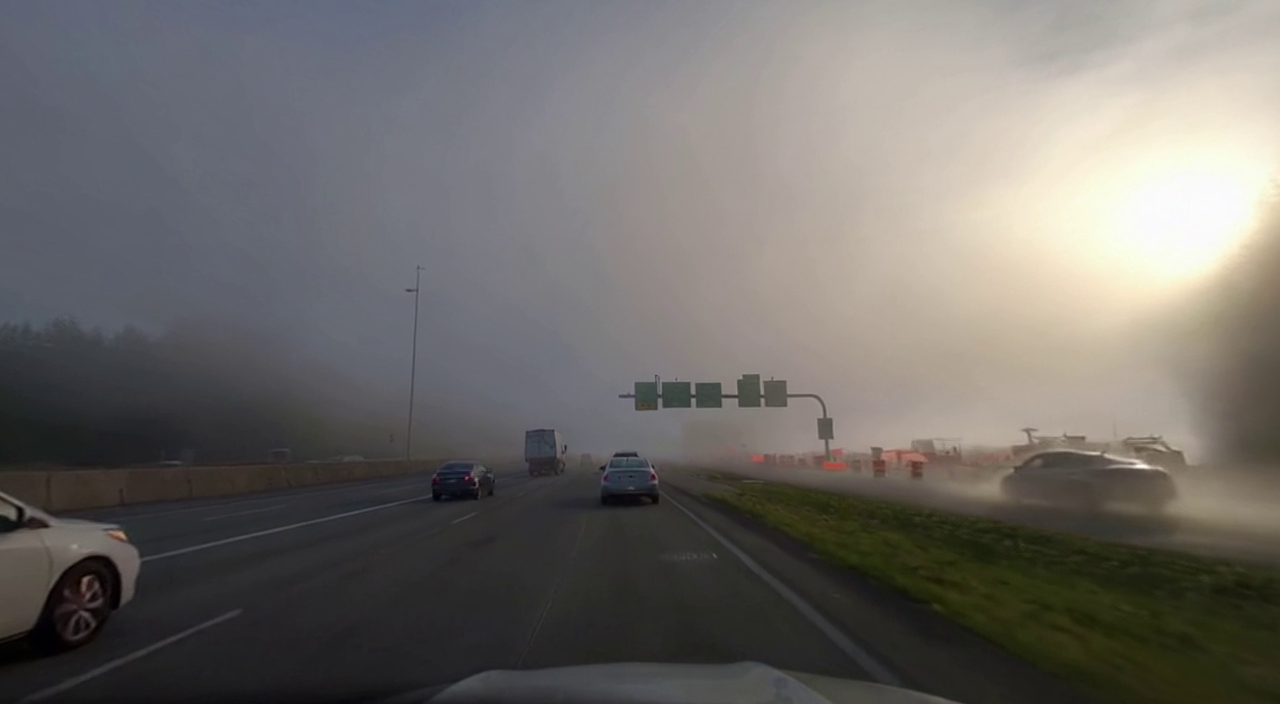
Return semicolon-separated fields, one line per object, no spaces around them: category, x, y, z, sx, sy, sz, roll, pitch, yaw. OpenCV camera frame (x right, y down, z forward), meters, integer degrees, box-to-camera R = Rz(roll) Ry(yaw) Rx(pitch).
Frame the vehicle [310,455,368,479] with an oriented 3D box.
vehicle;-19.396;7.398;40.673;1.815;1.416;4.035;0;-9;-2

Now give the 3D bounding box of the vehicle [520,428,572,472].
vehicle;-6.127;6.486;41.771;2.326;2.645;6.249;-1;-9;2

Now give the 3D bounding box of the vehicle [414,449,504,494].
vehicle;-6.292;4.165;22.332;2.063;1.417;4.000;0;-9;-1

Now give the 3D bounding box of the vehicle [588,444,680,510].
vehicle;-0.193;3.113;16.075;2.080;1.451;3.512;0;-9;-2

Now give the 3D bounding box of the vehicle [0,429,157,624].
vehicle;-5.847;1.232;4.077;1.892;1.481;4.573;0;-9;-2

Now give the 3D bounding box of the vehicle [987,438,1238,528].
vehicle;8.921;2.463;12.363;1.871;1.460;3.754;0;-9;-3
